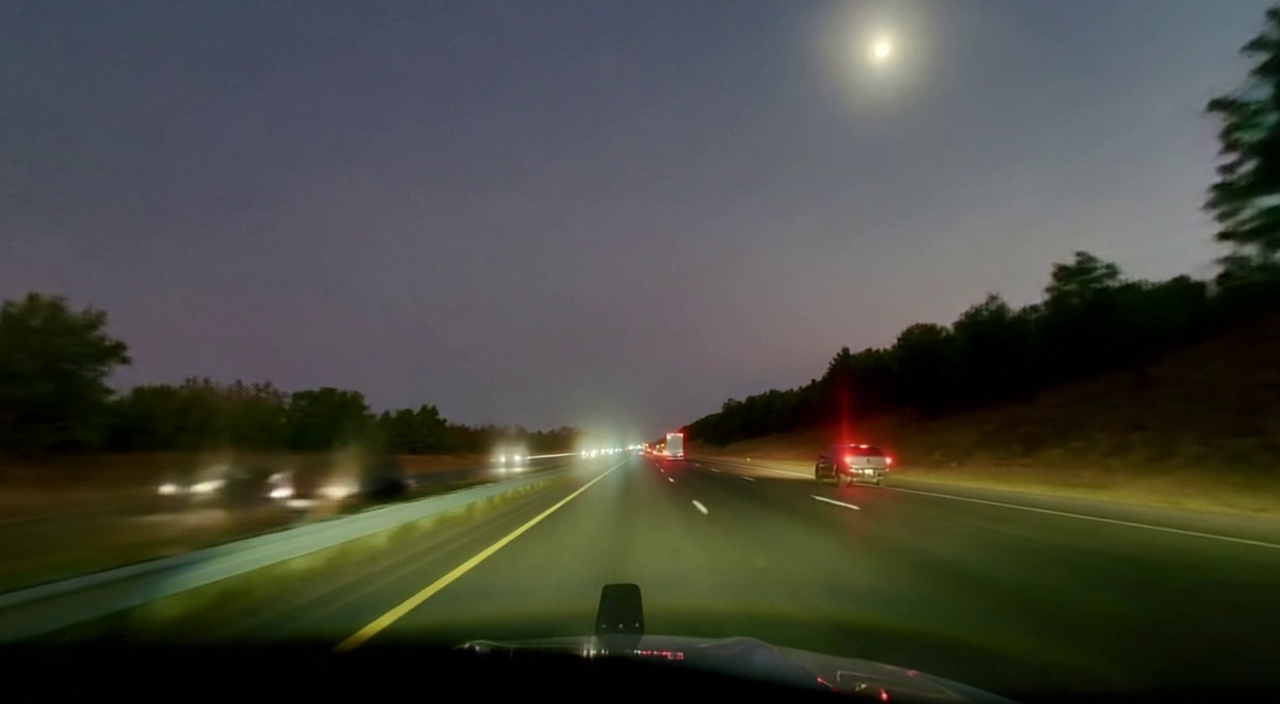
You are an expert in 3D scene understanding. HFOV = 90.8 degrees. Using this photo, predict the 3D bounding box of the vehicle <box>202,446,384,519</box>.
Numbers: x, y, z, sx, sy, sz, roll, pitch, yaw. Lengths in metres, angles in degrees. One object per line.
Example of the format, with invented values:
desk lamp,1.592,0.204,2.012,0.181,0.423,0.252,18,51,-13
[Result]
vehicle,-8.262,3.107,15.616,2.029,1.506,4.335,0,-9,0
